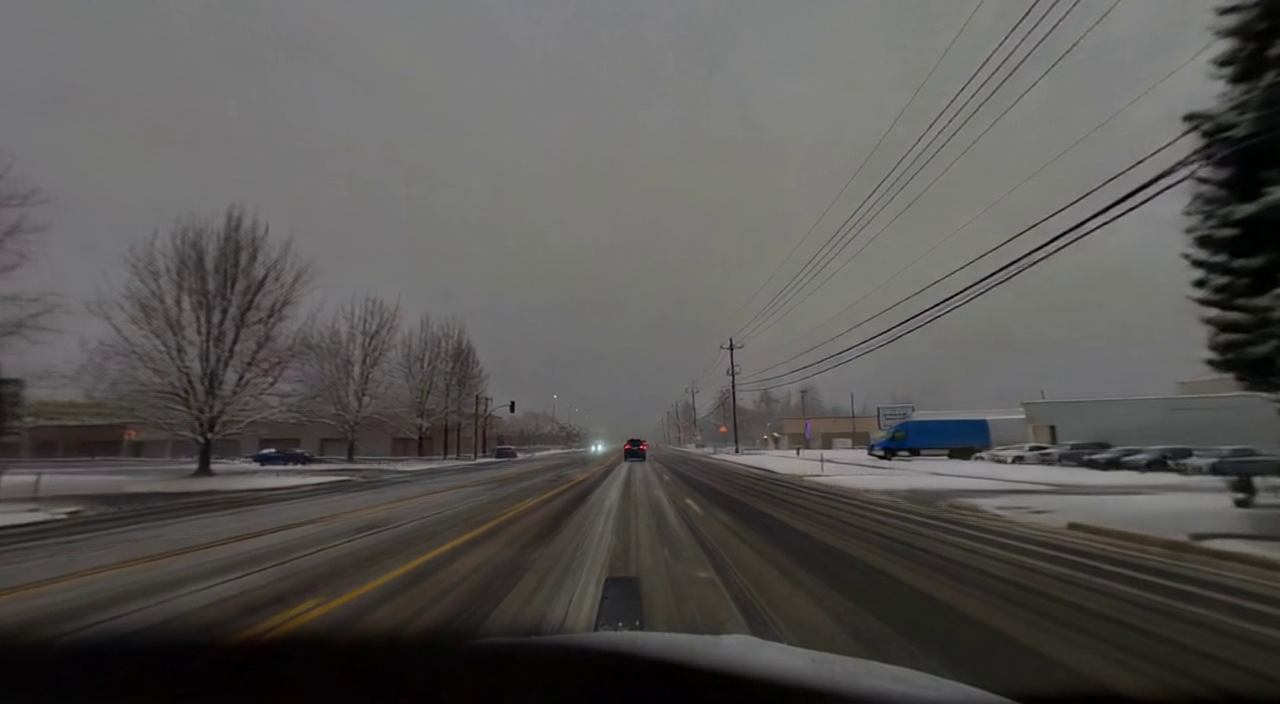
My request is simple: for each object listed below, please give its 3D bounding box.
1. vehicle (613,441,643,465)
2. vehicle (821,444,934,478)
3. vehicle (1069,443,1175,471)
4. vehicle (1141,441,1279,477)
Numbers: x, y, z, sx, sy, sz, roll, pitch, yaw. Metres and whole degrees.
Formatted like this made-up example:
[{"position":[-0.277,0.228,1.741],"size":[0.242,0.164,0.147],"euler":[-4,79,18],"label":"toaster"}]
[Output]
[{"position":[-0.814,6.901,43.271],"size":[1.937,1.588,3.746],"euler":[0,-8,0],"label":"vehicle"},{"position":[11.716,5.385,31.382],"size":[4.758,1.496,1.871],"euler":[-1,-8,-1],"label":"vehicle"},{"position":[25.756,5.601,33.867],"size":[4.134,1.441,1.836],"euler":[-1,-8,2],"label":"vehicle"},{"position":[25.739,4.784,28.409],"size":[4.625,1.484,1.997],"euler":[0,-8,1],"label":"vehicle"}]
